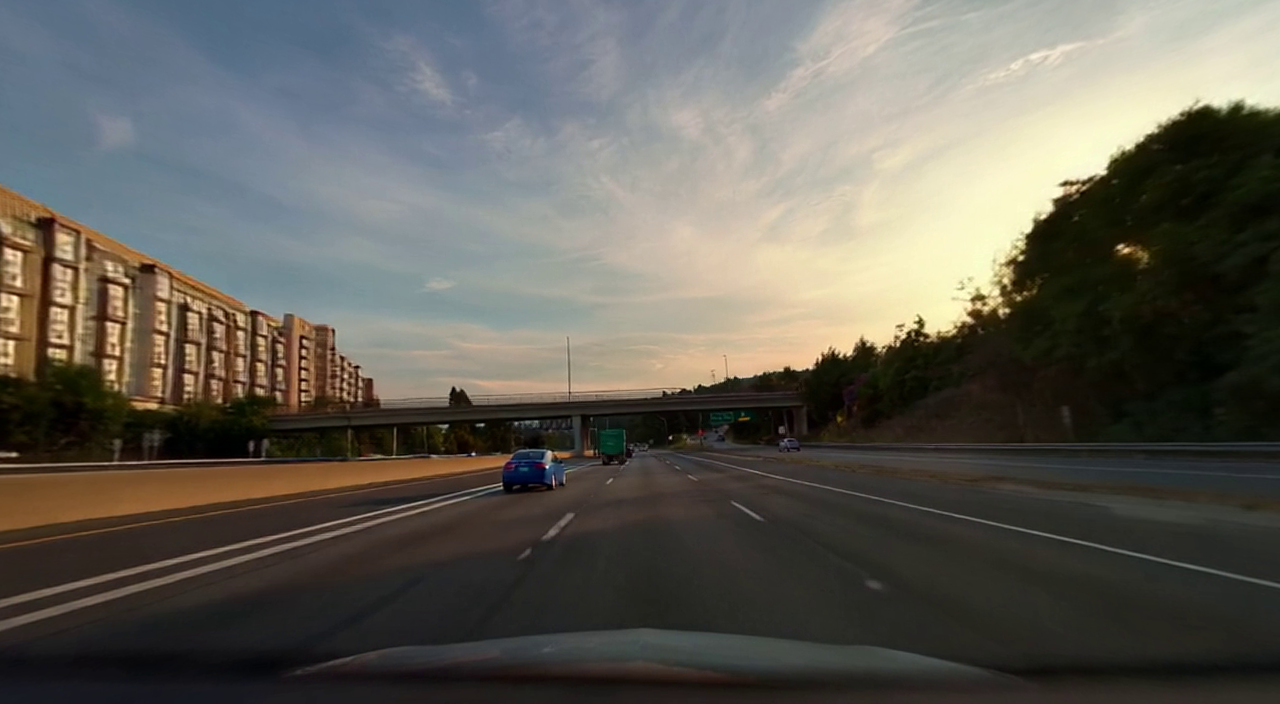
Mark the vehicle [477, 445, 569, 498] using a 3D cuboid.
[{"bbox_3d":[-3.616,3.786,20.338,2.039,1.478,4.483,0,-9,1],"label":"vehicle"}]
